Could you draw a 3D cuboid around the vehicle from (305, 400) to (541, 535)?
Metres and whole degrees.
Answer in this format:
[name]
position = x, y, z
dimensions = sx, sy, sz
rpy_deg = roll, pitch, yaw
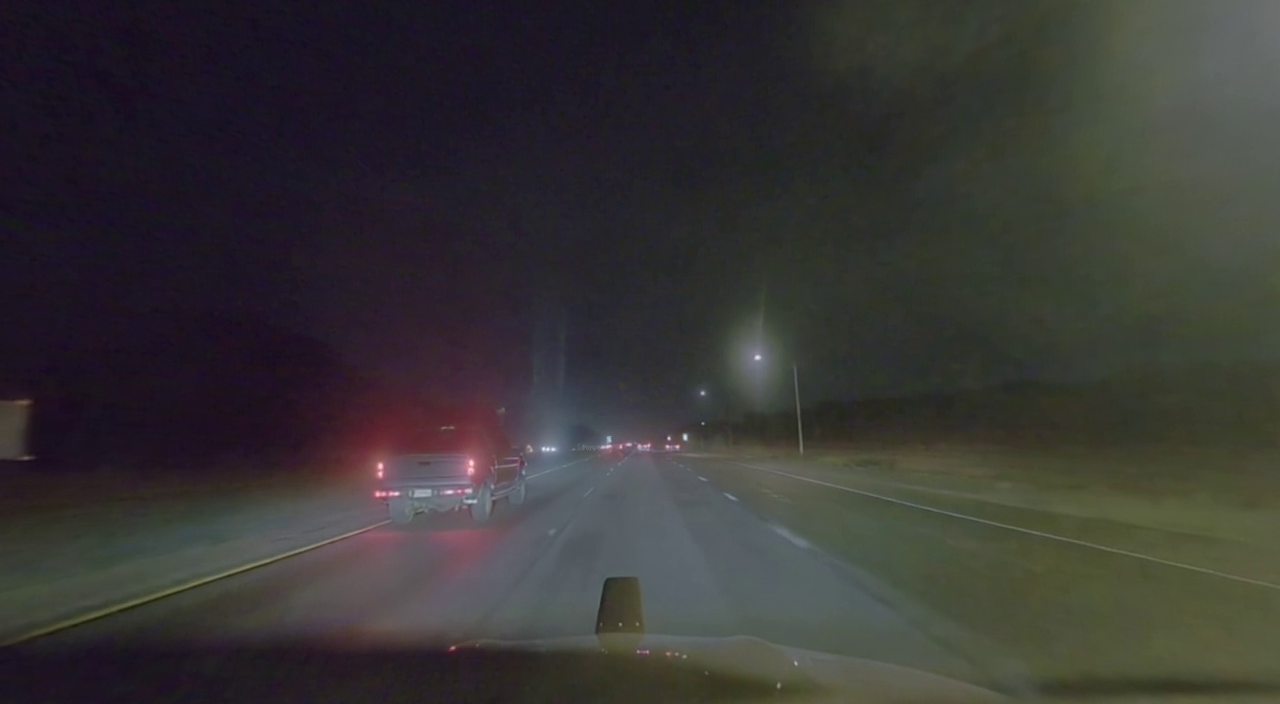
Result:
[vehicle]
position = -3.558, 2.061, 11.875
dimensions = 2.379, 1.918, 5.504
rpy_deg = 0, -8, 1
